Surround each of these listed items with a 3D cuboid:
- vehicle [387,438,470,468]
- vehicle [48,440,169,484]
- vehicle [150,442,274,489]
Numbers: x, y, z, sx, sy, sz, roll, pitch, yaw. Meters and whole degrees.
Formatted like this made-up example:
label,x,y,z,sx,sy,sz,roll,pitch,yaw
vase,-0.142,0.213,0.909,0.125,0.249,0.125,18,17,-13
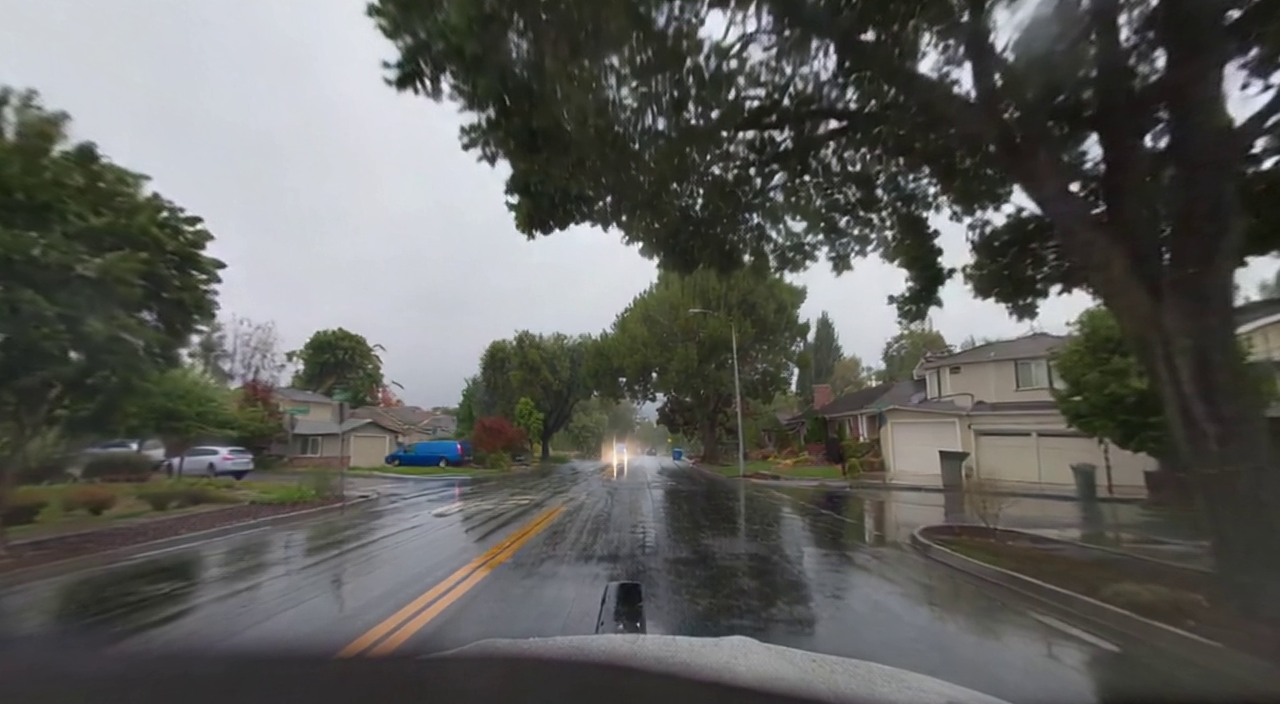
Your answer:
label,x,y,z,sx,sy,sz,roll,pitch,yaw
vehicle,-13.783,6.600,41.442,2.145,1.839,4.837,-6,-10,34
vehicle,-25.154,5.135,29.837,5.987,1.881,2.249,-5,-10,29
vehicle,-17.554,4.580,25.889,4.876,1.763,2.016,-5,-9,27
